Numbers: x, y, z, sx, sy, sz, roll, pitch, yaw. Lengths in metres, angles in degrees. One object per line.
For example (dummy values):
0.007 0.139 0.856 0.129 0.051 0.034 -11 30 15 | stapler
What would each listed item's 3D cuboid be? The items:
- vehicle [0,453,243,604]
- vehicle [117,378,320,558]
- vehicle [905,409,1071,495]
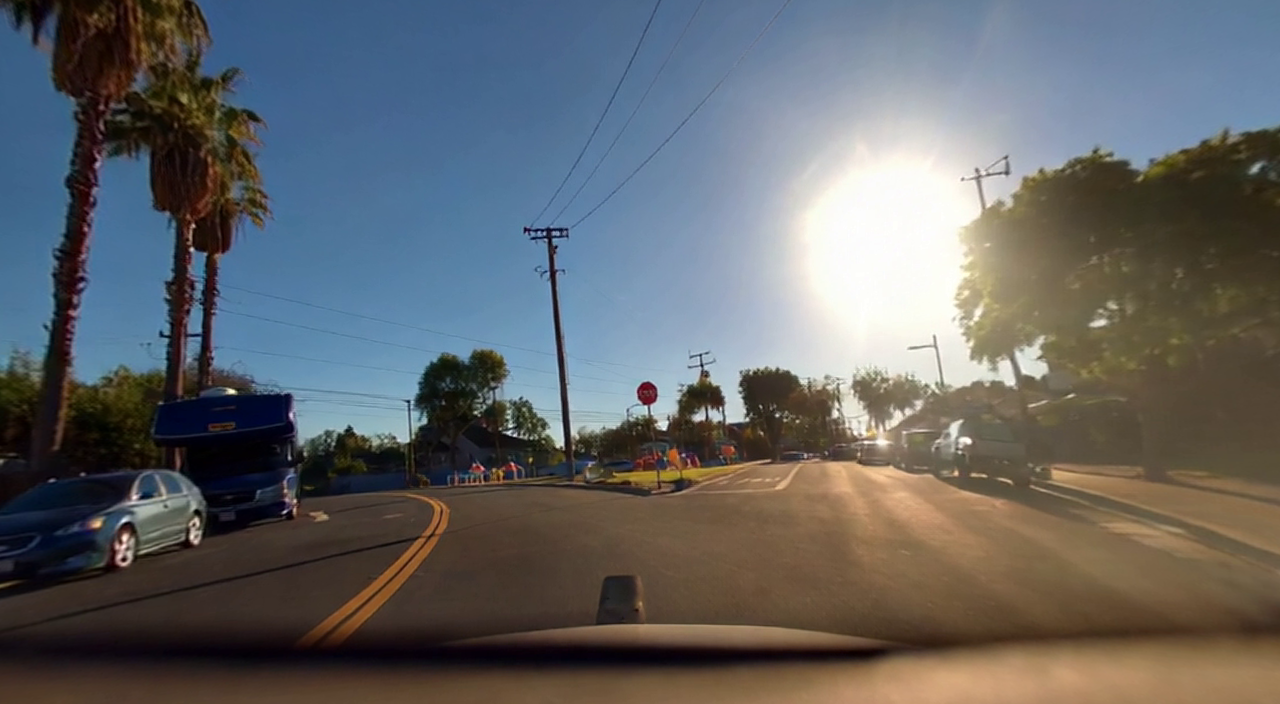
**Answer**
-8.378 2.557 10.131 2.103 1.599 4.865 0 -7 -16 | vehicle
-11.844 3.123 19.196 3.216 3.720 11.364 0 -7 -24 | vehicle
9.136 2.593 17.357 2.508 1.887 5.930 -4 -7 15 | vehicle
